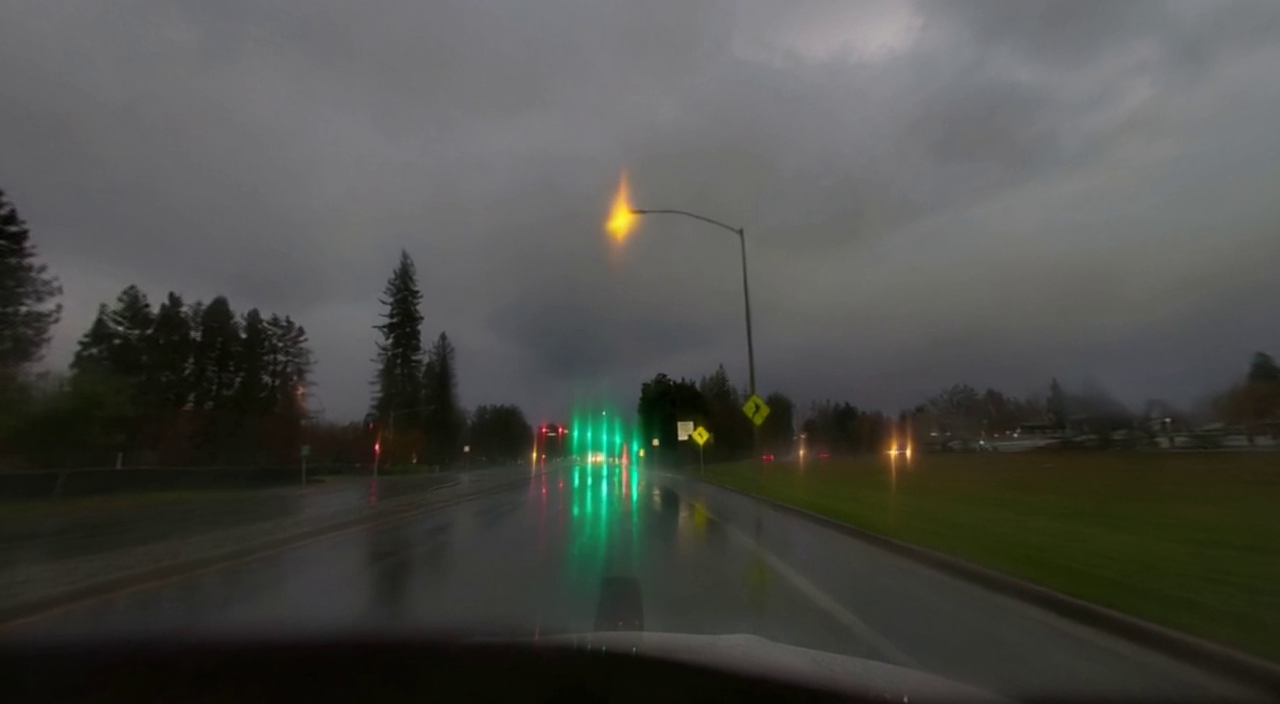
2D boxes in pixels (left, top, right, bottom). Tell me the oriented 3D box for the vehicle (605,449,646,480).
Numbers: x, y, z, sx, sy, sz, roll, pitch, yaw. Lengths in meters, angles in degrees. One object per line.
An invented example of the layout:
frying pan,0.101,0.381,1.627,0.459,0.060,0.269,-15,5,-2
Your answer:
vehicle,-0.718,5.661,31.863,1.954,1.469,3.465,0,-9,-1
